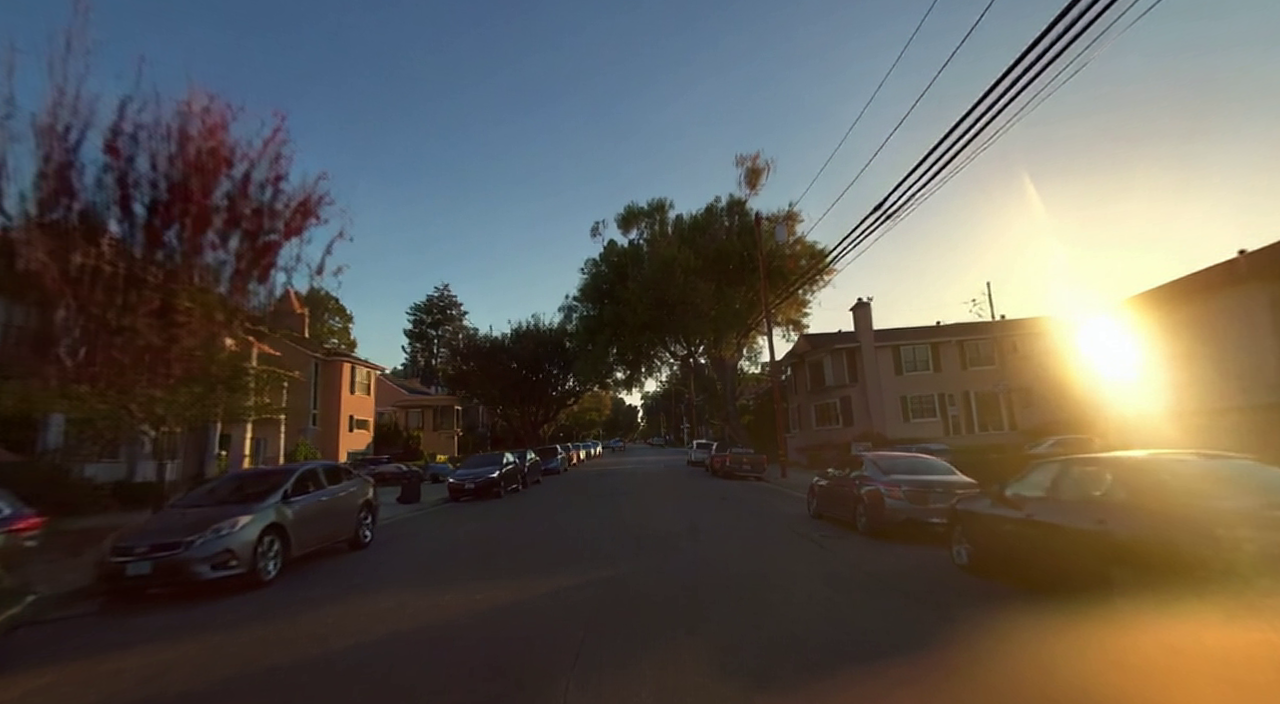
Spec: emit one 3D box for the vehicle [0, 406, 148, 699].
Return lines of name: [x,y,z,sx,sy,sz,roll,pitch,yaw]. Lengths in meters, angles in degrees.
vehicle: [-5.083,1.024,2.472,2.360,1.772,4.907,0,-8,-1]

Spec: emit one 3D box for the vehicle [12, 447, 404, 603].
vehicle: [-5.156,2.069,8.599,2.109,1.501,4.522,0,-8,0]

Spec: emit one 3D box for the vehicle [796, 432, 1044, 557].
vehicle: [4.233,2.264,10.658,2.057,1.511,4.858,2,-10,1]

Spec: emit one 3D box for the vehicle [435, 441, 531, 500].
vehicle: [-5.013,3.837,20.873,2.032,1.716,4.382,0,-8,0]

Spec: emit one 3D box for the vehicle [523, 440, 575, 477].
vehicle: [-5.162,6.126,36.787,2.184,1.958,5.757,0,-8,0]

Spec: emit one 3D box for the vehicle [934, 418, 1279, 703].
vehicle: [4.451,1.444,5.347,1.864,1.592,4.221,0,-8,0]

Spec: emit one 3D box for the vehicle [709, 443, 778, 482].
vehicle: [4.360,4.721,27.390,2.174,1.504,4.809,0,-8,0]
